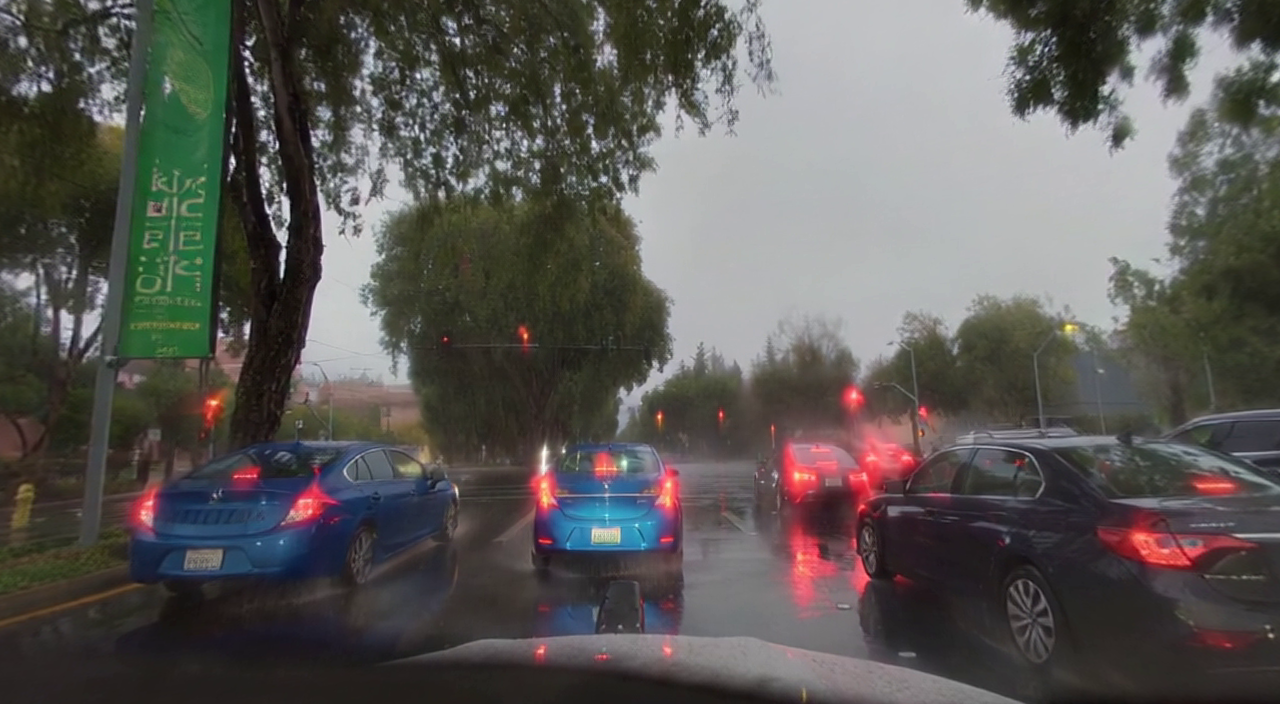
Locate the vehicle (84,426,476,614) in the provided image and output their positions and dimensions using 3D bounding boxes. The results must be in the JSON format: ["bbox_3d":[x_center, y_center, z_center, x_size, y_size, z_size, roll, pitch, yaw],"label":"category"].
[{"bbox_3d":[-3.369,1.629,7.083,1.929,1.457,4.136,0,-9,0],"label":"vehicle"}]

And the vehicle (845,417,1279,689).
[{"bbox_3d":[3.598,1.438,5.760,1.953,1.471,4.470,0,-9,0],"label":"vehicle"}]

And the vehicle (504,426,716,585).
[{"bbox_3d":[-0.307,1.722,7.837,1.994,1.479,3.647,0,-9,-1],"label":"vehicle"}]

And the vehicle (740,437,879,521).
[{"bbox_3d":[3.398,2.607,13.486,1.852,1.498,3.825,0,-9,0],"label":"vehicle"}]
